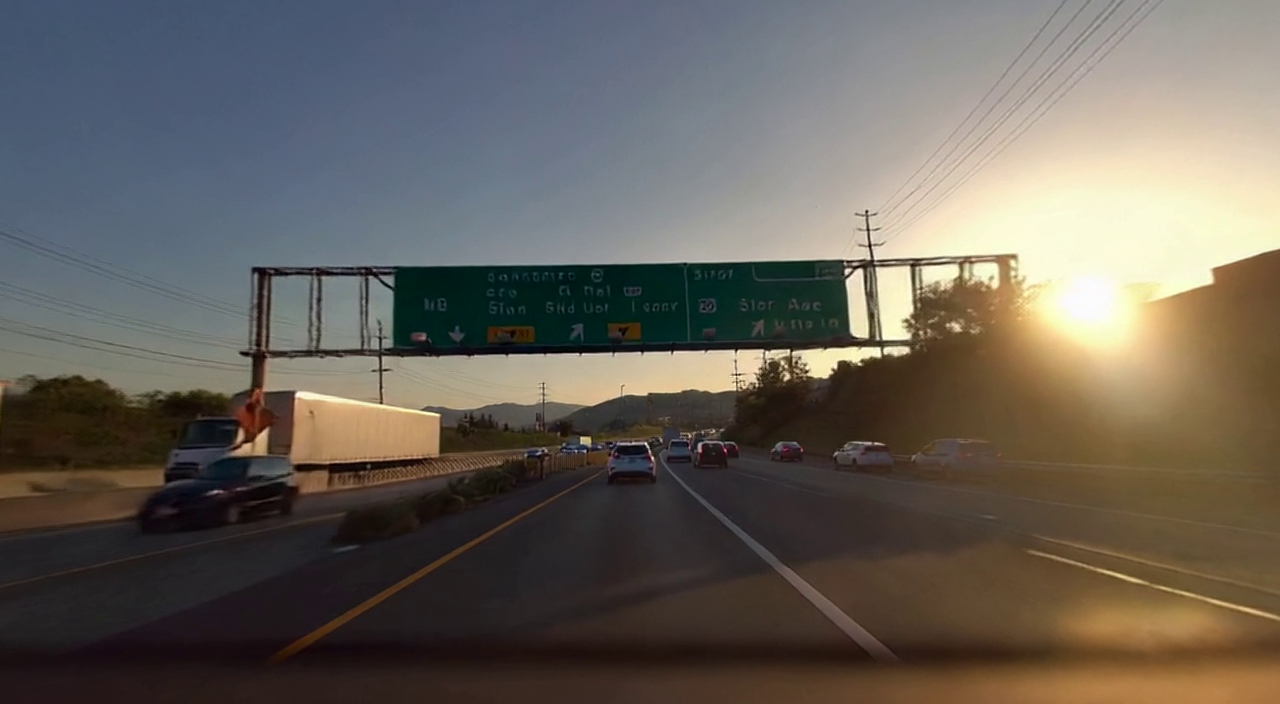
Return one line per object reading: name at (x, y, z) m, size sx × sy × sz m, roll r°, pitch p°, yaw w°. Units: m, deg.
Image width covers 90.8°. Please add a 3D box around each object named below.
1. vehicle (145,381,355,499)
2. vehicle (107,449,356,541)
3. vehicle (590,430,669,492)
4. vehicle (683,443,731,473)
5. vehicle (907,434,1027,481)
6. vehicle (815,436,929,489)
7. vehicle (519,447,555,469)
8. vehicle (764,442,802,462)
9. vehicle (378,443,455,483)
vehicle at (-15.010, 3.568, 25.444) m, size 3.032 × 3.968 × 8.215 m, roll 0°, pitch -9°, yaw 0°
vehicle at (-7.672, 2.675, 12.574) m, size 1.897 × 1.470 × 4.474 m, roll 0°, pitch -9°, yaw 1°
vehicle at (-0.311, 3.531, 20.801) m, size 2.298 × 1.809 × 4.359 m, roll 0°, pitch -9°, yaw 0°
vehicle at (3.488, 5.636, 33.861) m, size 1.934 × 1.461 × 4.368 m, roll 0°, pitch -9°, yaw -2°
vehicle at (11.381, 3.692, 22.380) m, size 1.944 × 1.505 × 4.138 m, roll 0°, pitch -9°, yaw -1°
vehicle at (7.145, 3.442, 20.001) m, size 1.958 × 1.473 × 4.201 m, roll 0°, pitch -9°, yaw -1°
vehicle at (-7.745, 8.016, 47.871) m, size 2.011 × 1.598 × 4.342 m, roll 0°, pitch -9°, yaw 0°
vehicle at (11.074, 7.767, 49.188) m, size 1.901 × 1.485 × 4.483 m, roll 0°, pitch -9°, yaw -1°
vehicle at (-11.470, 5.708, 32.821) m, size 2.102 × 1.874 × 5.112 m, roll 0°, pitch -9°, yaw 0°
